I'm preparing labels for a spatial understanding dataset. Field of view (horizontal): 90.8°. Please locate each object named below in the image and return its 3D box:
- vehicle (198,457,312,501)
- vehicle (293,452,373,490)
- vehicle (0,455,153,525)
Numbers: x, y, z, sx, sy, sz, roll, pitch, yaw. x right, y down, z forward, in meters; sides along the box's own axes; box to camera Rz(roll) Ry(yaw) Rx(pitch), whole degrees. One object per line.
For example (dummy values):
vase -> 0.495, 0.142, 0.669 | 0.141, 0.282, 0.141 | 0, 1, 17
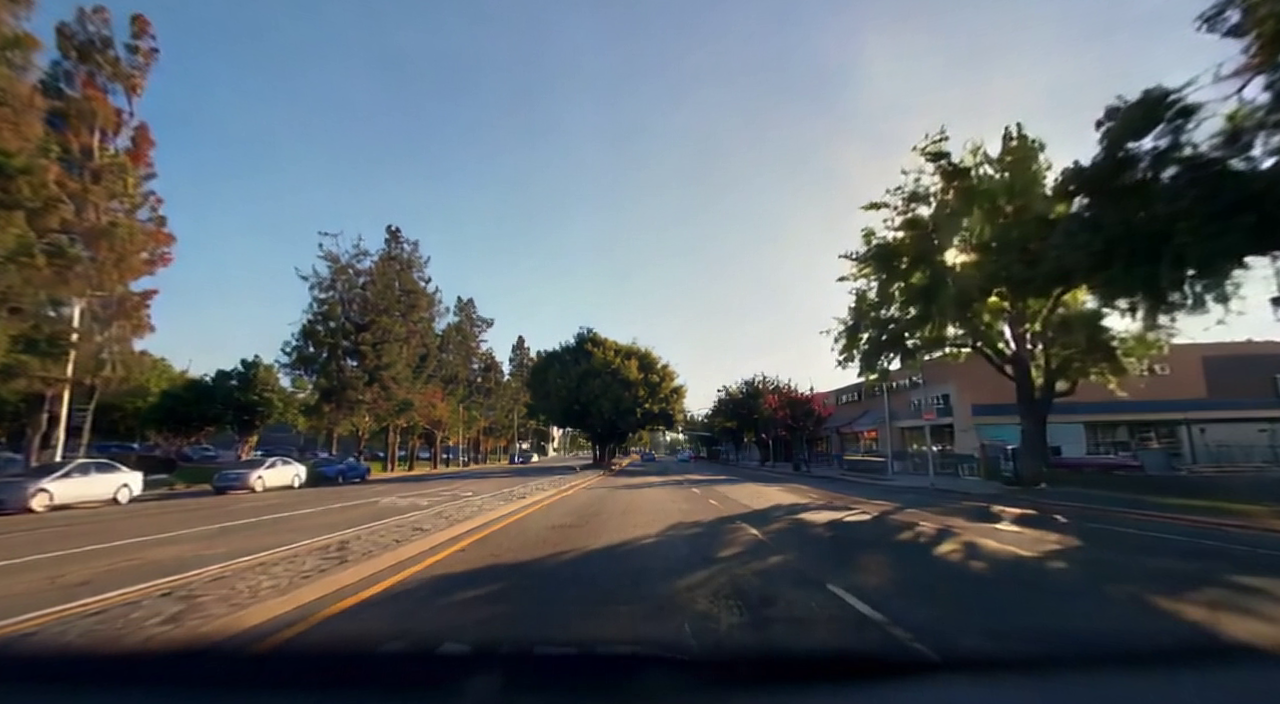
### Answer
vehicle -> -16.617, 5.450, 27.604 | 1.944, 1.669, 4.613 | 0, -9, 1
vehicle -> -16.837, 6.509, 34.976 | 1.993, 1.887, 4.722 | 0, -9, 0
vehicle -> -16.592, 3.780, 17.932 | 1.898, 1.661, 4.471 | 0, -9, 1
